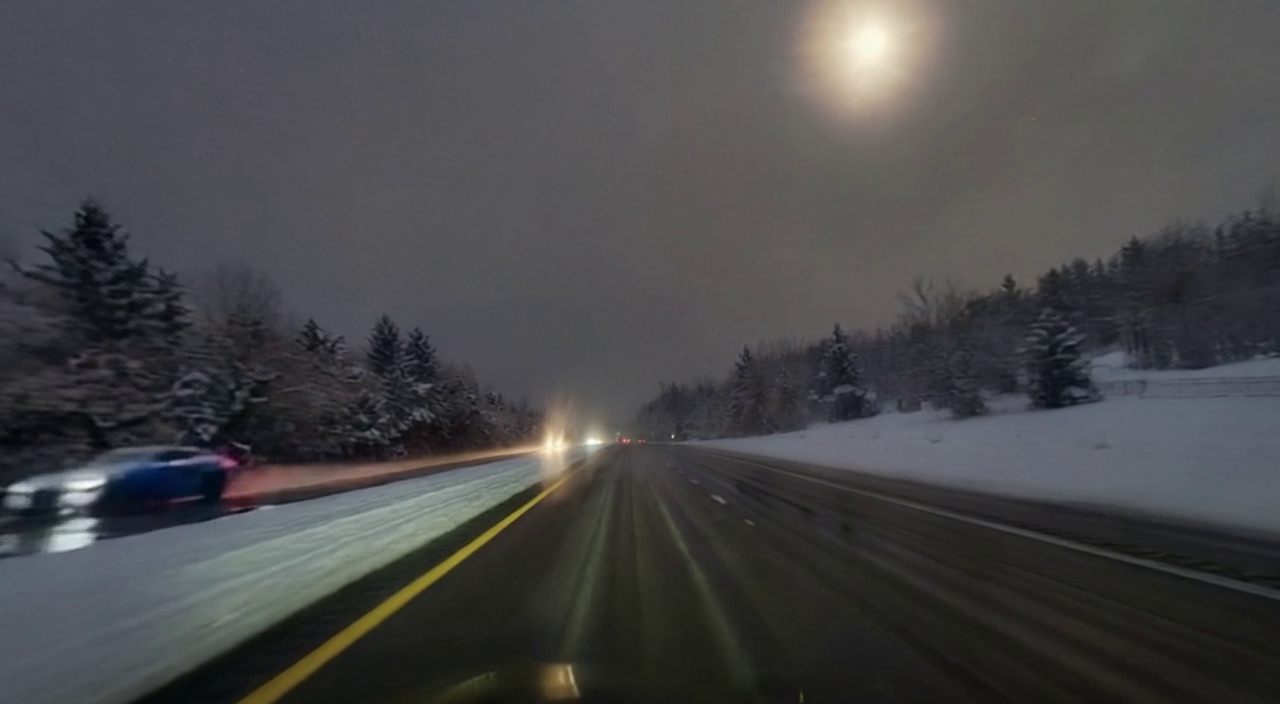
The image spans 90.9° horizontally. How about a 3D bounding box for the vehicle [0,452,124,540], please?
[{"bbox_3d":[-12.063,2.563,11.193,1.946,1.467,4.602,0,-8,-1],"label":"vehicle"}]
